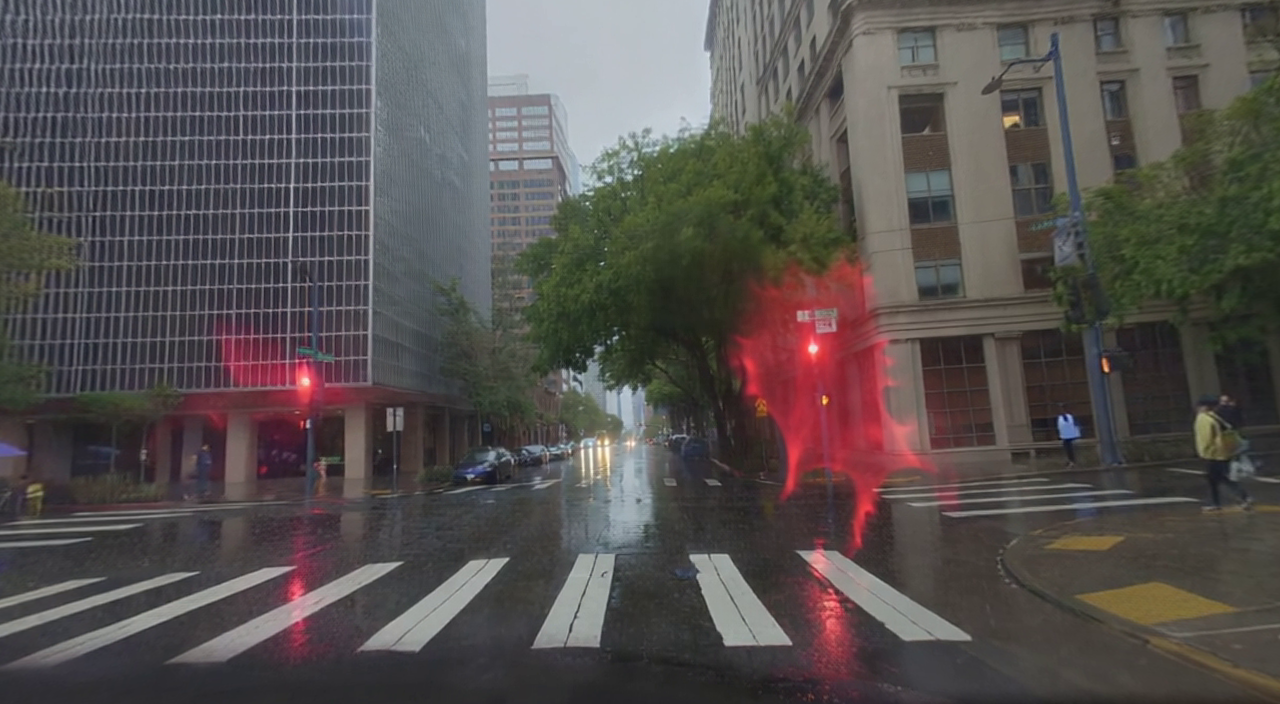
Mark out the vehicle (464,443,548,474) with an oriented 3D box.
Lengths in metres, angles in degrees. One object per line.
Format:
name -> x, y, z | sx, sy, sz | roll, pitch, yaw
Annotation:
vehicle -> -8.023, 6.358, 38.019 | 1.963, 1.726, 4.526 | -8, -12, 44

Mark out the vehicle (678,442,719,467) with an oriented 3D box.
vehicle -> 3.546, 6.276, 38.864 | 1.853, 1.426, 4.160 | 1, -8, -3

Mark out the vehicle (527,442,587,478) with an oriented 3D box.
vehicle -> -3.669, 4.844, 28.638 | 1.989, 1.481, 4.500 | 0, -8, 1
